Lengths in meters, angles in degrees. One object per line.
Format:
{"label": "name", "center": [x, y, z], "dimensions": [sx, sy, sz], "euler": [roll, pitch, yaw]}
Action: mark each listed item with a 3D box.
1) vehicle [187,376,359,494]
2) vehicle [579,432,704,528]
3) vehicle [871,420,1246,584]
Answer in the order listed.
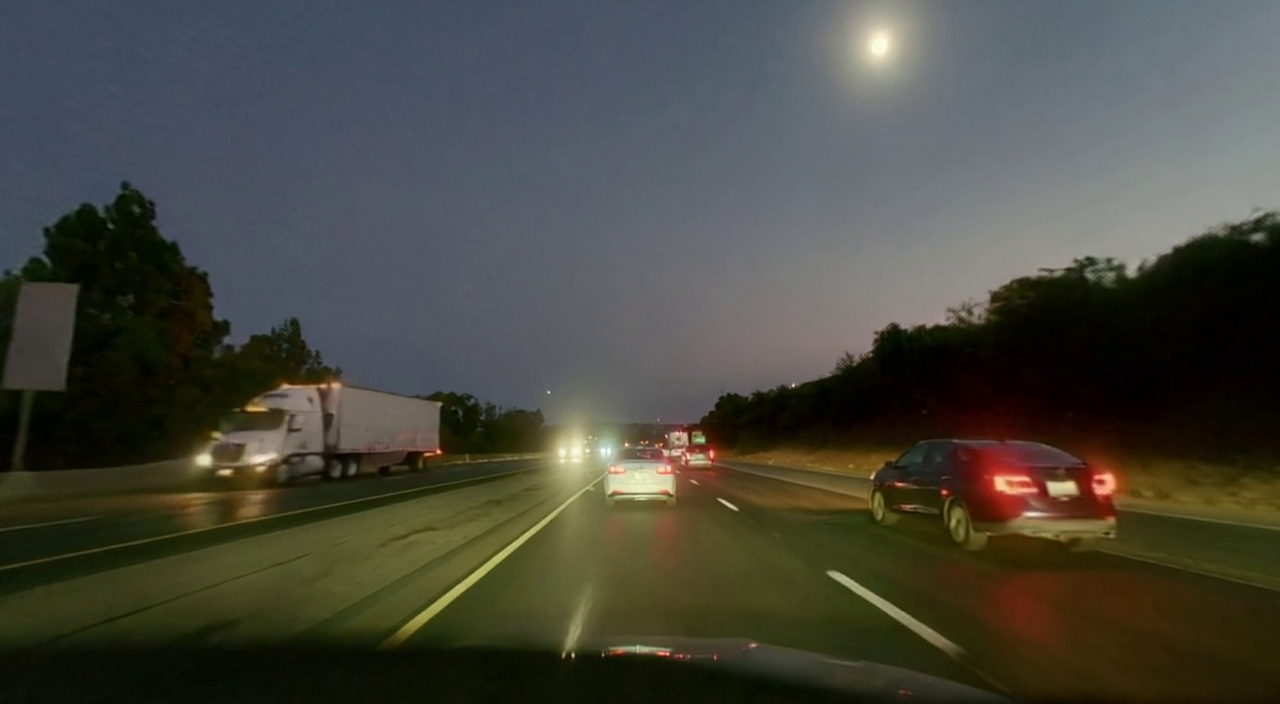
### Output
{"label": "vehicle", "center": [-13.764, 3.238, 24.315], "dimensions": [2.937, 3.963, 5.772], "euler": [-1, -9, 1]}
{"label": "vehicle", "center": [-0.020, 2.438, 12.454], "dimensions": [2.088, 1.580, 3.657], "euler": [0, -9, -1]}
{"label": "vehicle", "center": [4.698, 1.719, 7.982], "dimensions": [1.931, 1.516, 3.995], "euler": [0, -9, -1]}
